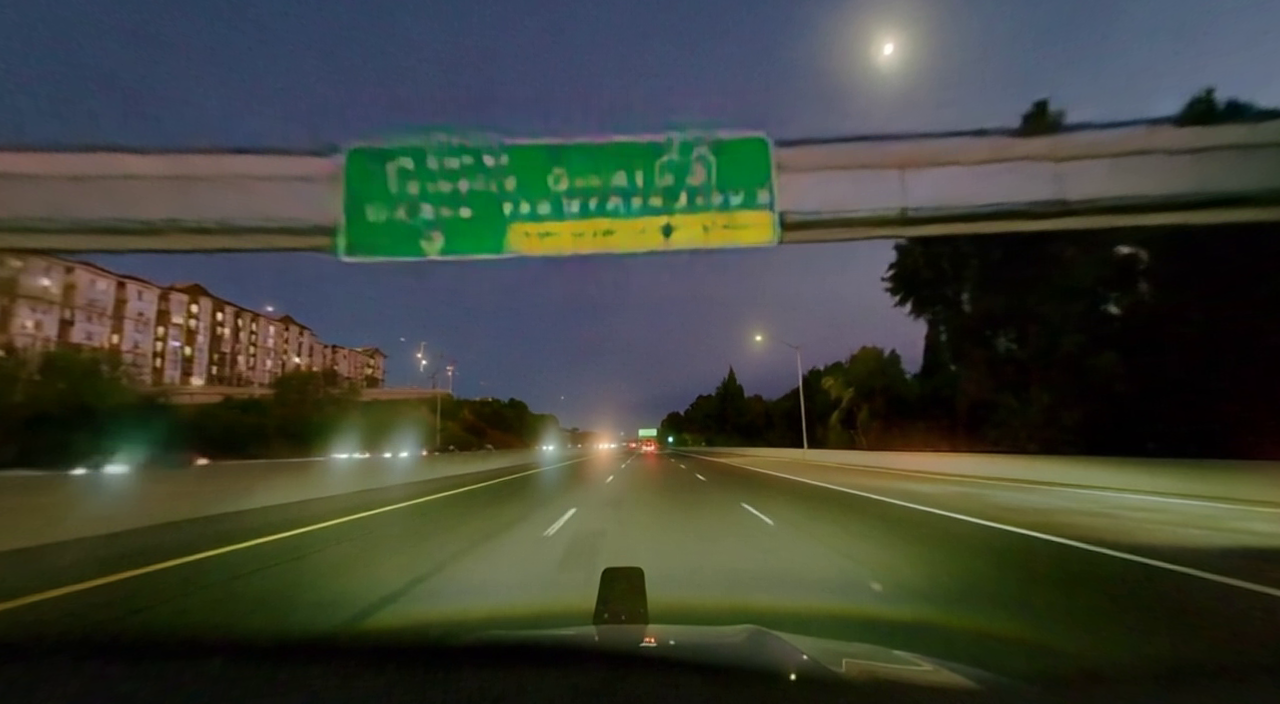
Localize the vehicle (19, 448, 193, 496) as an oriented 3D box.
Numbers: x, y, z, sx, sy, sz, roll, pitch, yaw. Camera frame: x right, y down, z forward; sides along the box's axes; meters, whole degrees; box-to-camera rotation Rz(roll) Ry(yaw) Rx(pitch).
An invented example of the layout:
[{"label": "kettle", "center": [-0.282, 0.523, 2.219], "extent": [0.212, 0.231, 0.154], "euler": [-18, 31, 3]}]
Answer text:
[{"label": "vehicle", "center": [-18.247, 4.099, 21.939], "extent": [1.956, 1.444, 4.602], "euler": [0, -8, 1]}]

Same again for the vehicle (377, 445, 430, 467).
[{"label": "vehicle", "center": [-17.224, 7.598, 46.231], "extent": [2.042, 1.464, 4.538], "euler": [0, -8, 2]}]
